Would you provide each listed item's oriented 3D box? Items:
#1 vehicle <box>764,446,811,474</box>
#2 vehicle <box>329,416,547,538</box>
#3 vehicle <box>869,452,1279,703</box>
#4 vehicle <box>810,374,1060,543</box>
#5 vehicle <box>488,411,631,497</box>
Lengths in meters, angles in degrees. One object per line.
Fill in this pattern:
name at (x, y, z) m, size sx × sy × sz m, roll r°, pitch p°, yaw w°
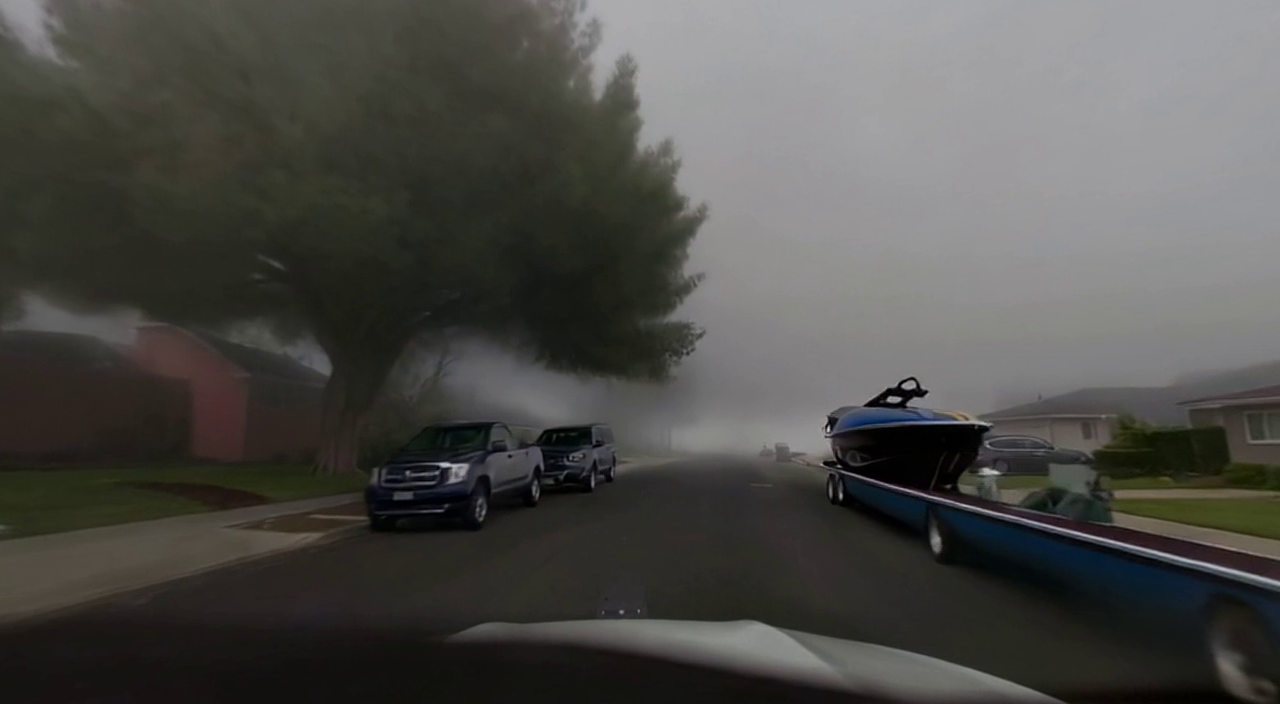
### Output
vehicle at (8.361, 6.153, 36.041) m, size 1.998 × 1.489 × 4.722 m, roll -1°, pitch -9°, yaw 5°
vehicle at (-3.328, 2.186, 11.632) m, size 2.052 × 1.745 × 4.737 m, roll -1°, pitch -9°, yaw 6°
vehicle at (4.452, 1.778, 5.984) m, size 2.804 × 1.336 × 6.700 m, roll 1°, pitch -7°, yaw 7°
vehicle at (5.279, 2.054, 12.569) m, size 2.697 × 2.558 × 5.635 m, roll -1°, pitch -9°, yaw 6°
vehicle at (-2.209, 3.176, 19.897) m, size 2.632 × 2.249 × 6.179 m, roll -2°, pitch -9°, yaw 11°
